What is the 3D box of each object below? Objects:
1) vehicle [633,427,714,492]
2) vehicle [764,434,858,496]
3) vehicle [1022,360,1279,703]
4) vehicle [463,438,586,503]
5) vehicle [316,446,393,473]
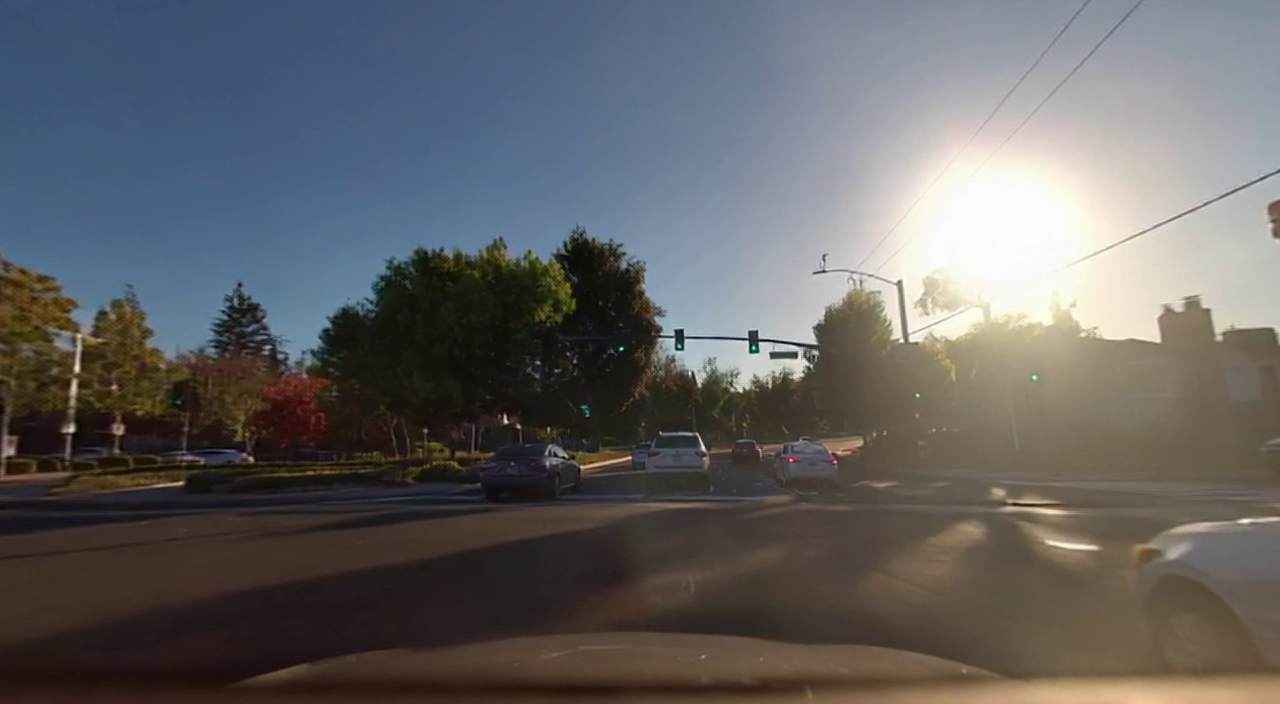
[{"bbox_3d":[1.144,3.356,19.953,2.250,1.768,4.574,-1,-9,5],"label":"vehicle"},{"bbox_3d":[4.678,3.128,17.764,1.859,1.540,3.454,-1,-9,4],"label":"vehicle"},{"bbox_3d":[3.594,0.749,1.807,2.106,1.636,4.655,-1,-9,1],"label":"vehicle"},{"bbox_3d":[-2.844,3.056,16.743,2.006,1.464,4.586,-1,-9,5],"label":"vehicle"},{"bbox_3d":[-16.368,6.179,36.428,1.869,1.449,4.417,-2,-9,9],"label":"vehicle"}]
